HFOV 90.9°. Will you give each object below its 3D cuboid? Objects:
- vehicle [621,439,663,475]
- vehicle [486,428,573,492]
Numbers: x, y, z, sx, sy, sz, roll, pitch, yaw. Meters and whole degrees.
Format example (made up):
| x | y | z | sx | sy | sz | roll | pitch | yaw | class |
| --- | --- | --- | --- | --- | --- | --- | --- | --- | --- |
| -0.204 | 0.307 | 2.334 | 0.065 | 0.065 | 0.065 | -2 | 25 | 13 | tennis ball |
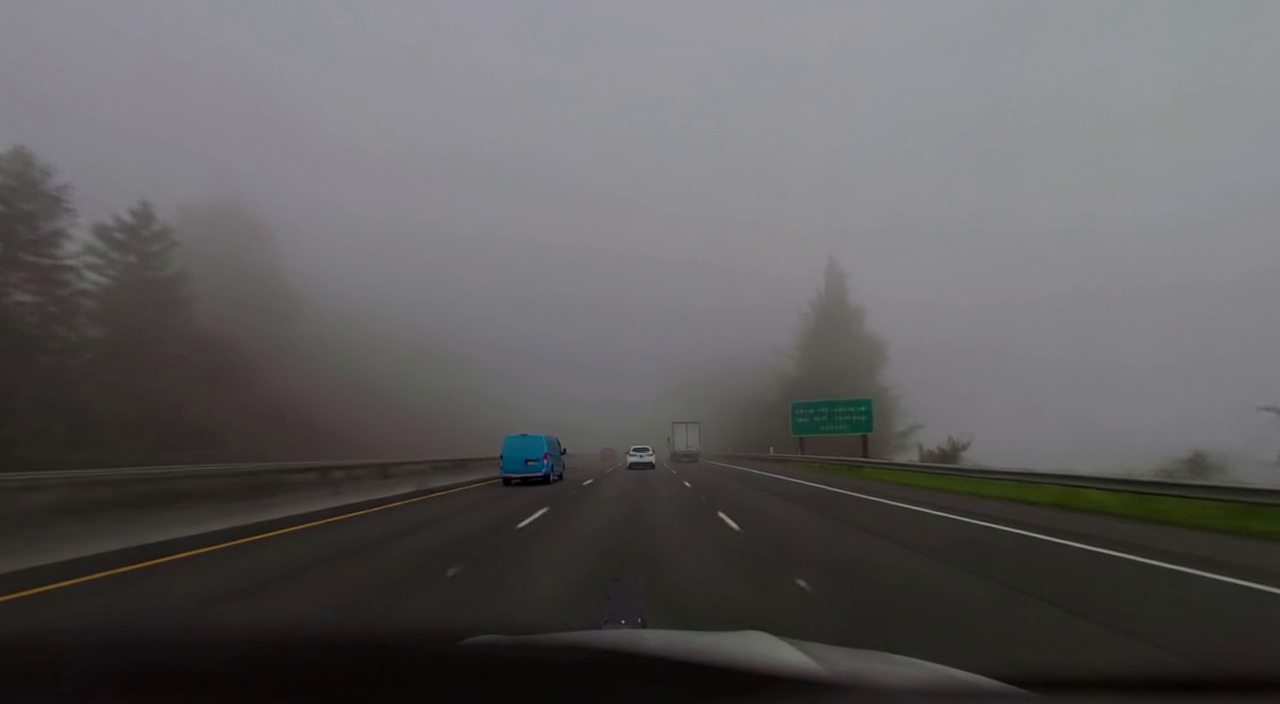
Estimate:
| x | y | z | sx | sy | sz | roll | pitch | yaw | class |
| --- | --- | --- | --- | --- | --- | --- | --- | --- | --- |
| 0.139 | 5.901 | 35.551 | 2.209 | 1.825 | 4.036 | -1 | -9 | 1 | vehicle |
| -3.803 | 3.841 | 22.647 | 2.167 | 1.991 | 5.062 | 0 | -9 | 0 | vehicle |
